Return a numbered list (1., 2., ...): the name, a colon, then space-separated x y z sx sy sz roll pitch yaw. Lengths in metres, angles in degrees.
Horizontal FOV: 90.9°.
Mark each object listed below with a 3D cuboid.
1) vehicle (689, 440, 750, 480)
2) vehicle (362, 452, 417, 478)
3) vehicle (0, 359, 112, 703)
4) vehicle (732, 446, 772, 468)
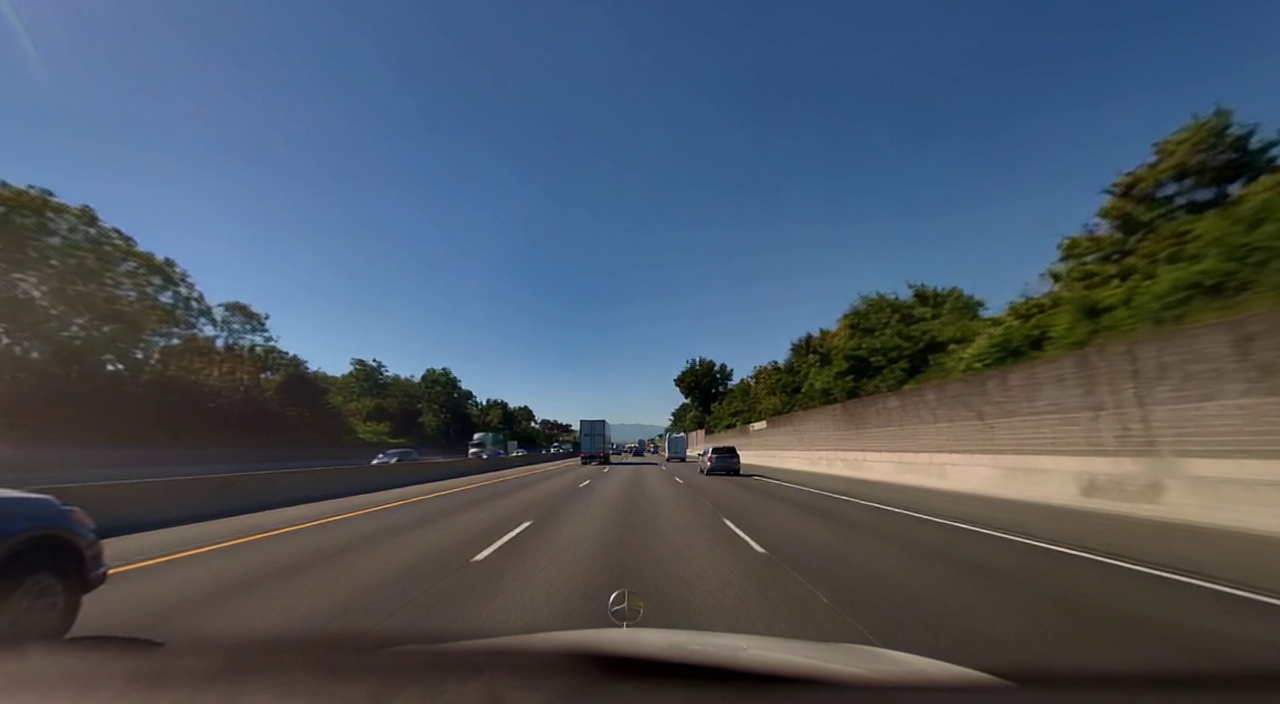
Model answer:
1. vehicle: 3.276 4.583 26.845 1.983 1.545 4.038 0 -9 -2
2. vehicle: -15.079 6.810 38.109 1.714 1.476 3.729 0 -9 1
3. vehicle: -3.955 0.633 1.176 2.093 1.705 4.392 0 -9 0
4. vehicle: 7.772 7.314 44.019 1.876 1.475 4.185 0 -9 -1
